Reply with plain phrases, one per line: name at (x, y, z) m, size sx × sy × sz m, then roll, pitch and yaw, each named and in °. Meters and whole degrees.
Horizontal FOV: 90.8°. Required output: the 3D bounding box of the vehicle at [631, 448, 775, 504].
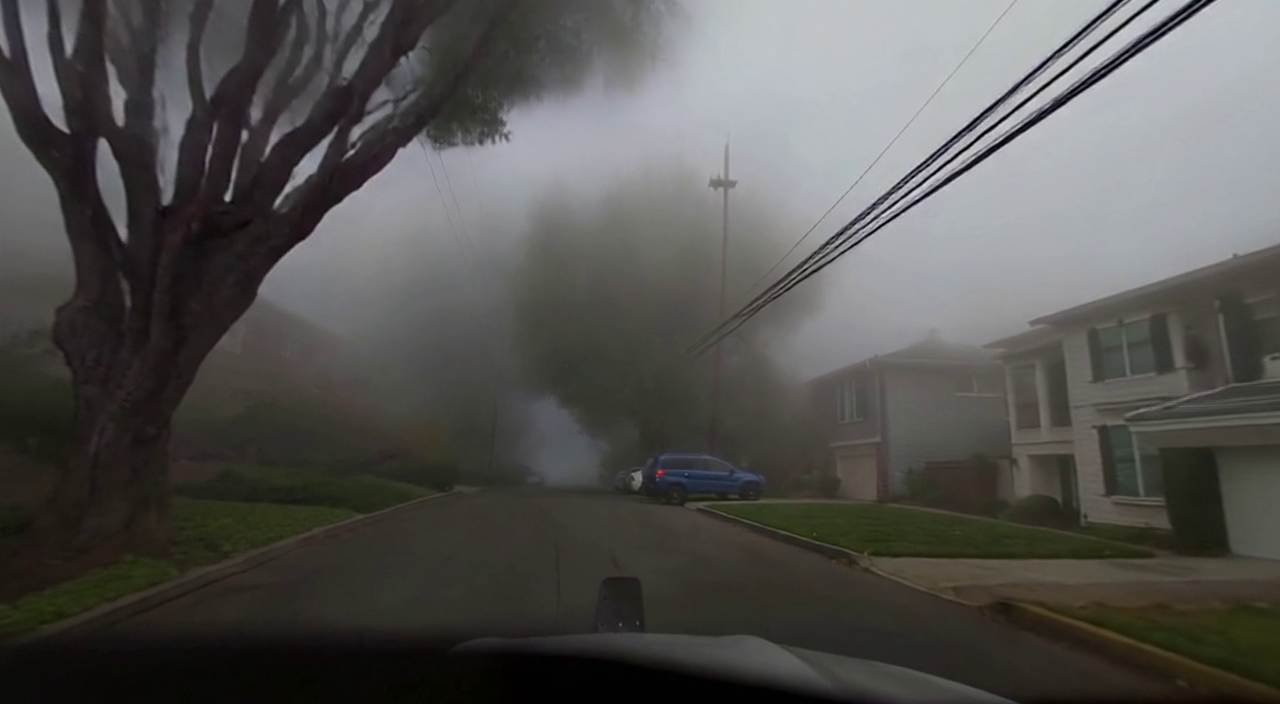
vehicle at (2.029, 4.089, 21.119) m, size 4.413 × 1.728 × 1.869 m, roll 2°, pitch -9°, yaw -10°
